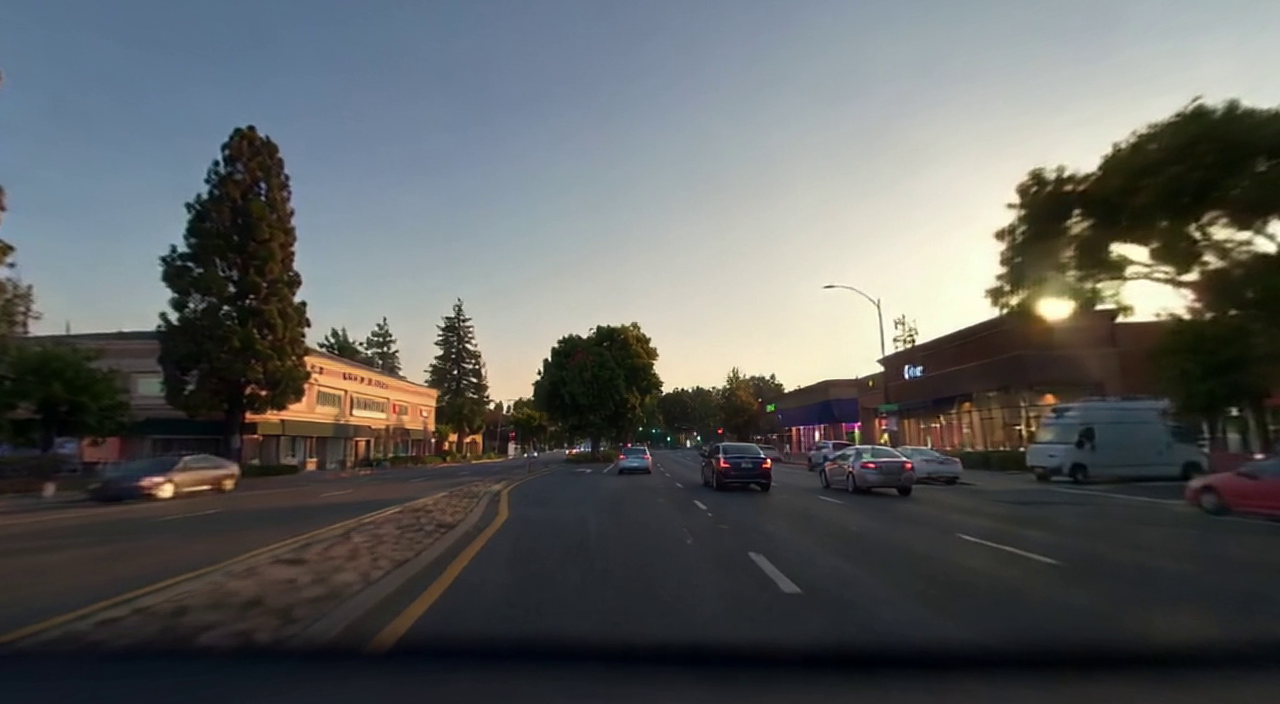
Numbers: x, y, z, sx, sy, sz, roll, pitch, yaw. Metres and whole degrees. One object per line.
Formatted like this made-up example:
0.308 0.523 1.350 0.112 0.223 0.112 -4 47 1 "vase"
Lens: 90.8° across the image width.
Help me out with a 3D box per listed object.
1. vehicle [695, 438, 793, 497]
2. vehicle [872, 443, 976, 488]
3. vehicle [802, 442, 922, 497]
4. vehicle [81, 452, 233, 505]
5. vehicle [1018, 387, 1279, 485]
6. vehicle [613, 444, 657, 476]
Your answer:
2.949 3.391 19.022 2.072 1.545 4.578 0 -8 -1 "vehicle"
10.595 4.237 23.905 2.000 1.514 3.811 0 -8 -3 "vehicle"
6.554 3.495 19.274 1.952 1.449 4.544 0 -8 -1 "vehicle"
-15.375 4.008 20.391 1.878 1.481 3.663 -1 -8 3 "vehicle"
17.546 2.892 21.739 7.127 3.093 2.760 0 -8 0 "vehicle"
-0.258 5.350 31.609 2.052 1.461 4.324 0 -8 -1 "vehicle"
